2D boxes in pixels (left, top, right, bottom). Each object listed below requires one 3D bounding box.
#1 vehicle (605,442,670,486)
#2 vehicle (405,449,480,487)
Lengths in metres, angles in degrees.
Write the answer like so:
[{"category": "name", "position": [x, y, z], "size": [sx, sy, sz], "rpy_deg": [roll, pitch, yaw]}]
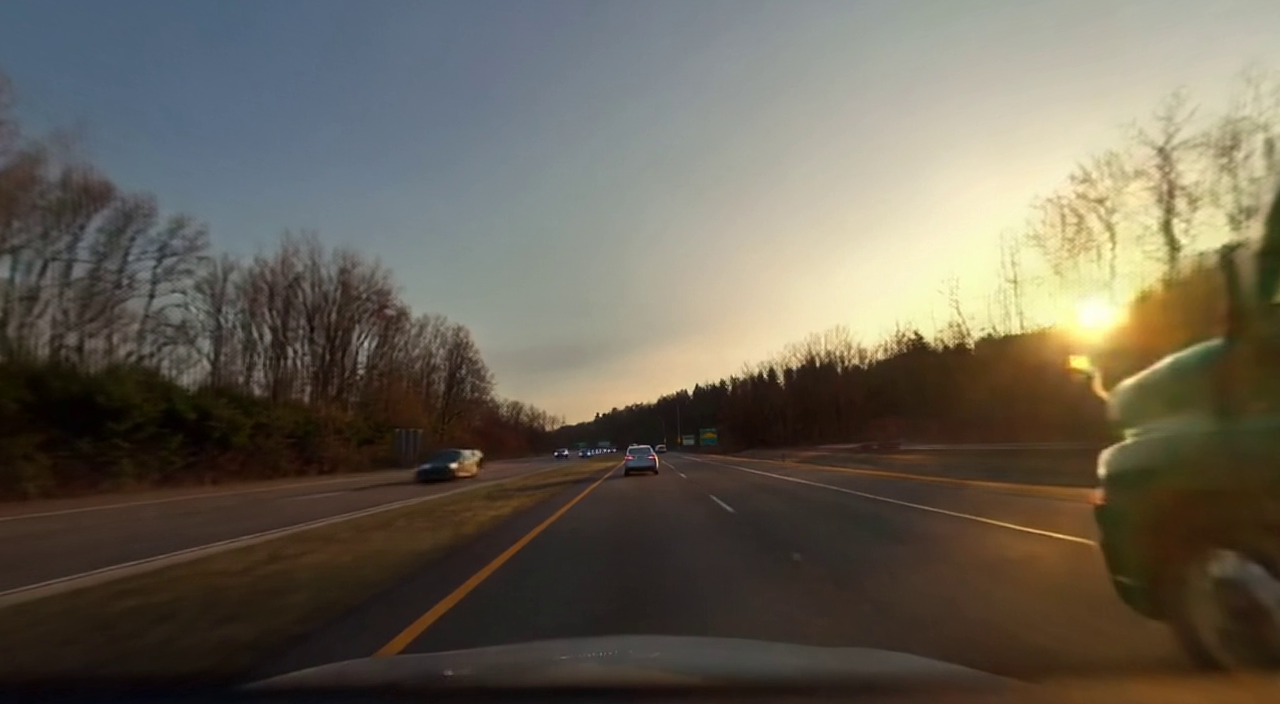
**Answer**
[{"category": "vehicle", "position": [-0.130, 4.238, 23.950], "size": [2.244, 1.506, 4.097], "rpy_deg": [0, -9, -1]}, {"category": "vehicle", "position": [-8.750, 5.147, 28.197], "size": [1.942, 1.534, 4.500], "rpy_deg": [0, -9, -1]}]
